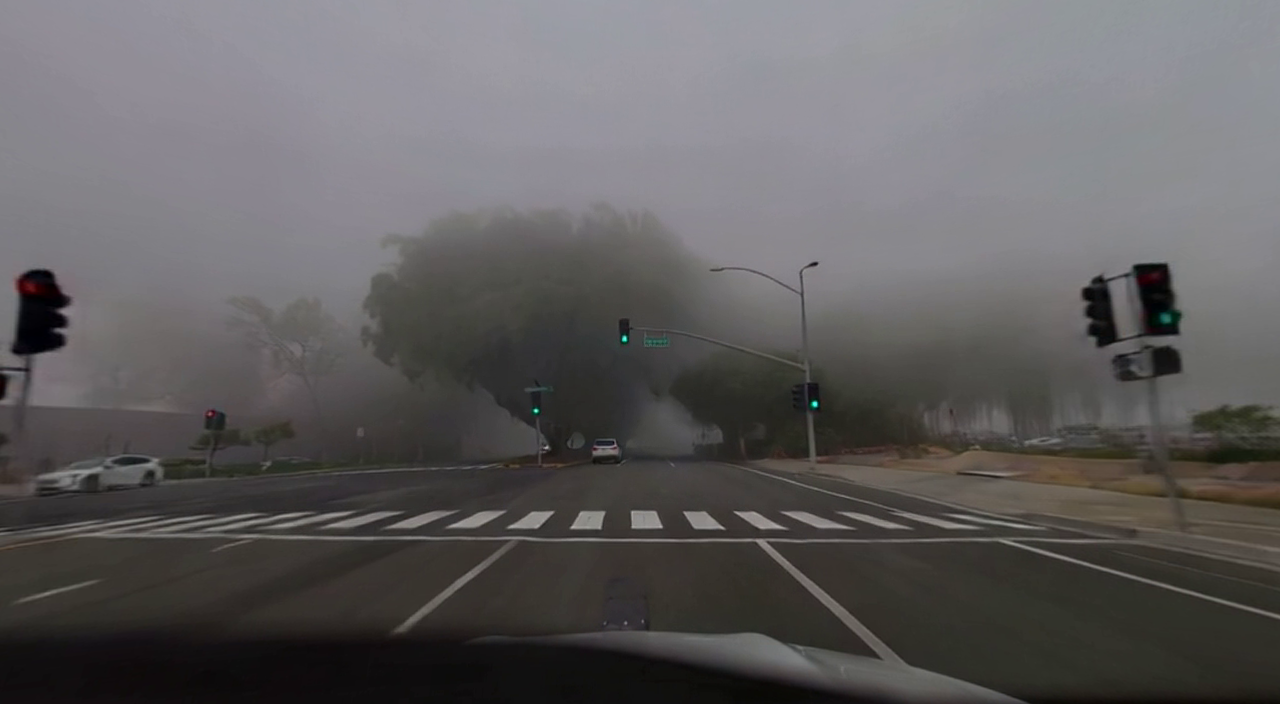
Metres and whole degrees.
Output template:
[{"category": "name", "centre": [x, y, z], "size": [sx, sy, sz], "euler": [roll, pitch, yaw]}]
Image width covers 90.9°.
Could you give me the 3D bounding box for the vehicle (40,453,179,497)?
[{"category": "vehicle", "centre": [-24.241, 5.572, 28.948], "size": [1.988, 1.717, 4.403], "euler": [-7, -11, 37]}]

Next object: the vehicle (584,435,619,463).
[{"category": "vehicle", "centre": [-2.477, 6.426, 41.841], "size": [2.011, 1.756, 4.478], "euler": [0, -8, 0]}]
